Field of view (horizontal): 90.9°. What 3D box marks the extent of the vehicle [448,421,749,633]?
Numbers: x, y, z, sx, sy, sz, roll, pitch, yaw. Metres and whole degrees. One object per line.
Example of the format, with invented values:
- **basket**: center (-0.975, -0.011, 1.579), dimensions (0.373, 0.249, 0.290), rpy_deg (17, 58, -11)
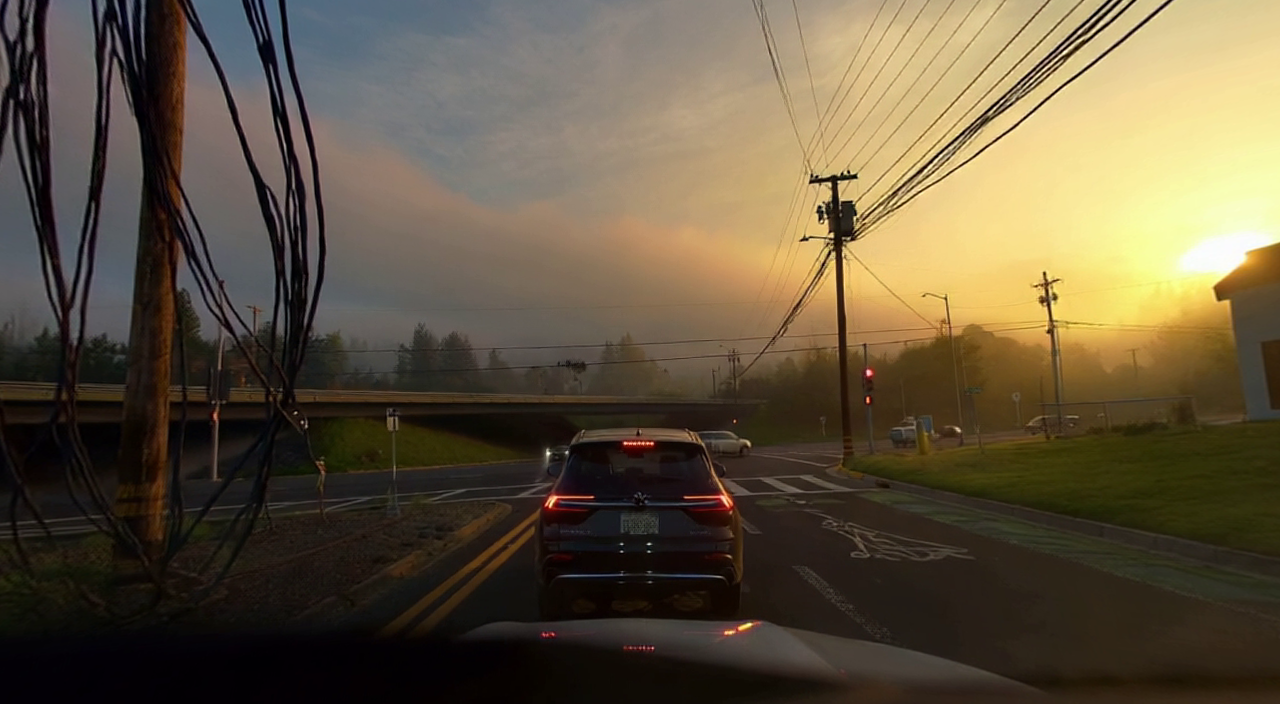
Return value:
- **vehicle**: center (-0.252, 1.526, 6.467), dimensions (2.090, 1.458, 4.033), rpy_deg (-1, -9, 1)
